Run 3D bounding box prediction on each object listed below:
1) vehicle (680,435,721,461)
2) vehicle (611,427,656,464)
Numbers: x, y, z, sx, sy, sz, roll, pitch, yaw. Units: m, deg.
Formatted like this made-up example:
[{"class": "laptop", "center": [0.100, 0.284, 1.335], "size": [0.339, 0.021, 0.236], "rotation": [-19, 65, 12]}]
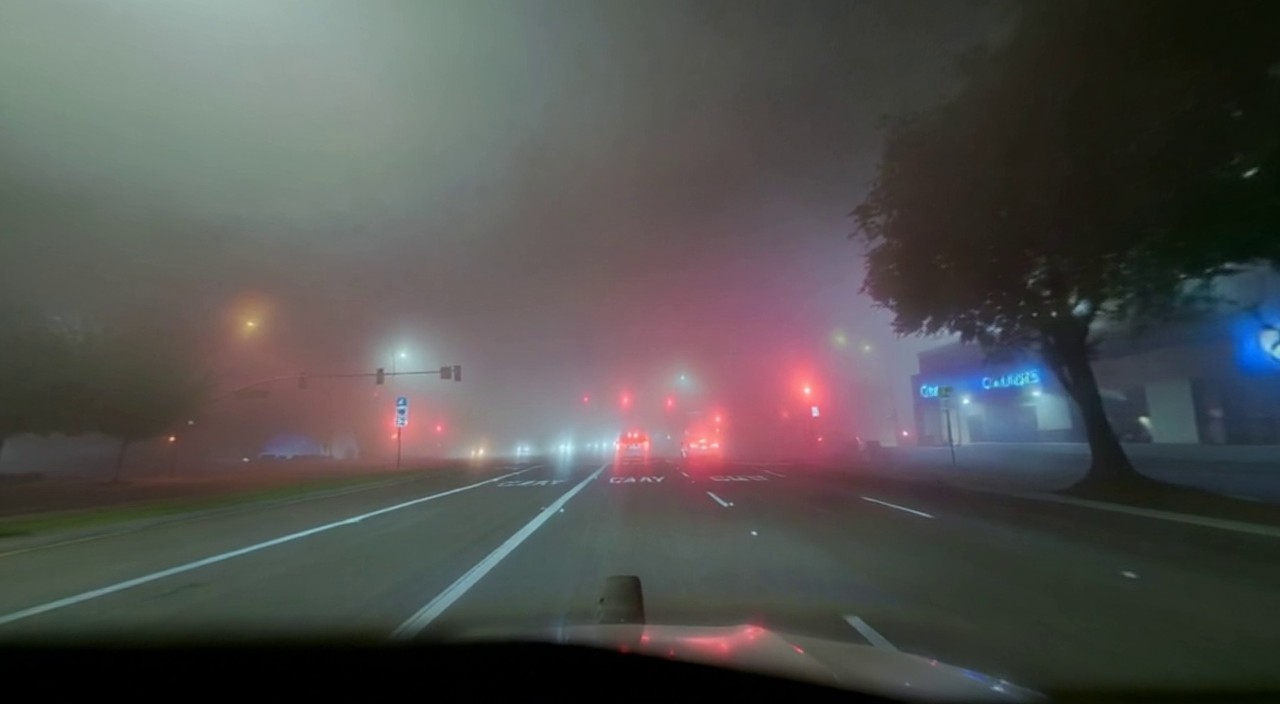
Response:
[{"class": "vehicle", "center": [3.577, 5.773, 38.149], "size": [2.080, 1.472, 4.401], "rotation": [0, -8, 0]}, {"class": "vehicle", "center": [-0.343, 5.208, 35.234], "size": [2.313, 1.860, 4.319], "rotation": [0, -8, 0]}]
